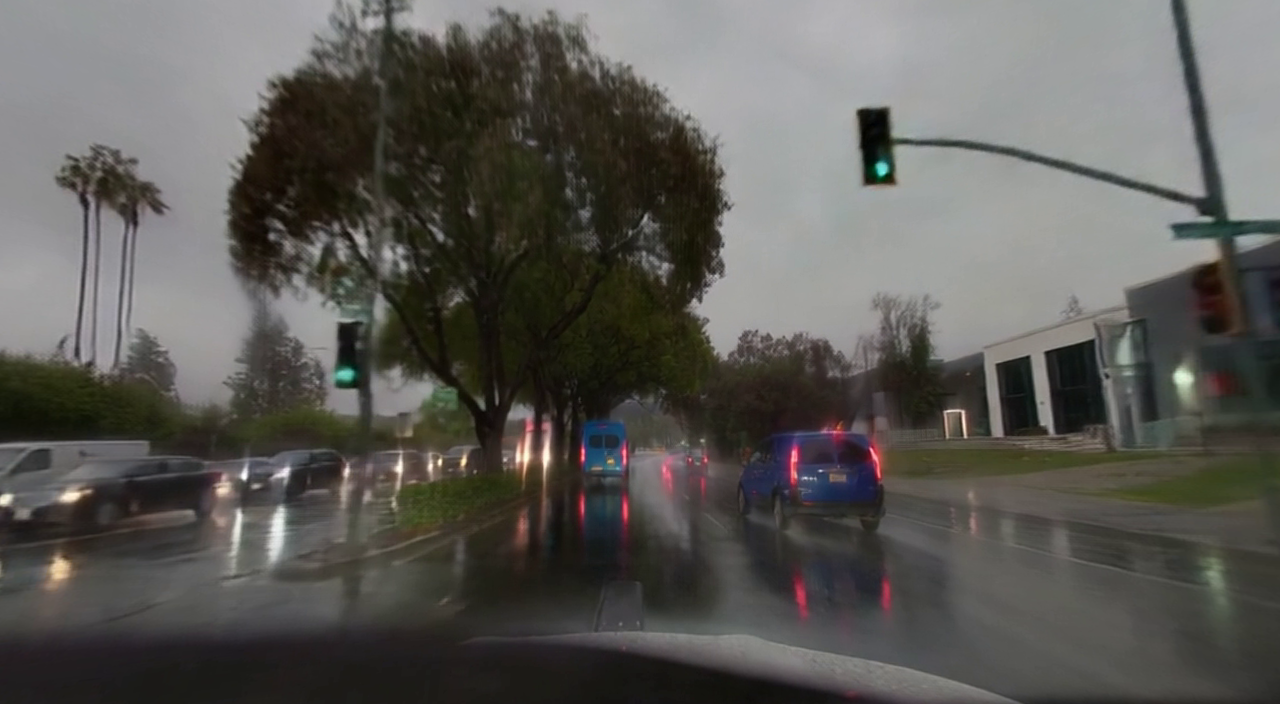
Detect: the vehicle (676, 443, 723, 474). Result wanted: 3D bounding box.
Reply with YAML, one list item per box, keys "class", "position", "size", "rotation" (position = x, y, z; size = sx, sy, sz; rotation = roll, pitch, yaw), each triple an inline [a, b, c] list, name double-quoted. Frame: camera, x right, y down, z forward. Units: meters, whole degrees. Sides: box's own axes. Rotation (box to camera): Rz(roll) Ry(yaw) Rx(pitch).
- class: "vehicle"
  position: [3.414, 6.200, 36.993]
  size: [2.248, 1.692, 4.252]
  rotation: [0, -9, -1]

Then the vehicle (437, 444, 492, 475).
- class: "vehicle"
  position: [-11.136, 6.810, 40.370]
  size: [2.091, 1.806, 4.859]
  rotation: [0, -9, 0]

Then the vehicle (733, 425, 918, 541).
- class: "vehicle"
  position: [3.031, 2.230, 11.364]
  size: [1.965, 1.671, 4.146]
  rotation: [0, -9, -1]

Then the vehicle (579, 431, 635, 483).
- class: "vehicle"
  position: [-1.359, 4.584, 27.795]
  size: [2.228, 2.054, 4.309]
  rotation: [0, -9, 0]

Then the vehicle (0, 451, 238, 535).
- class: "vehicle"
  position: [-11.331, 2.947, 13.889]
  size: [2.128, 1.496, 4.432]
  rotation: [0, -9, -2]

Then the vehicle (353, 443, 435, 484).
- class: "vehicle"
  position: [-10.996, 4.977, 28.566]
  size: [1.988, 1.689, 4.047]
  rotation: [0, -9, 1]

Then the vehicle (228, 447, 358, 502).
- class: "vehicle"
  position: [-11.279, 3.954, 20.921]
  size: [1.956, 1.625, 4.123]
  rotation: [0, -9, 0]
